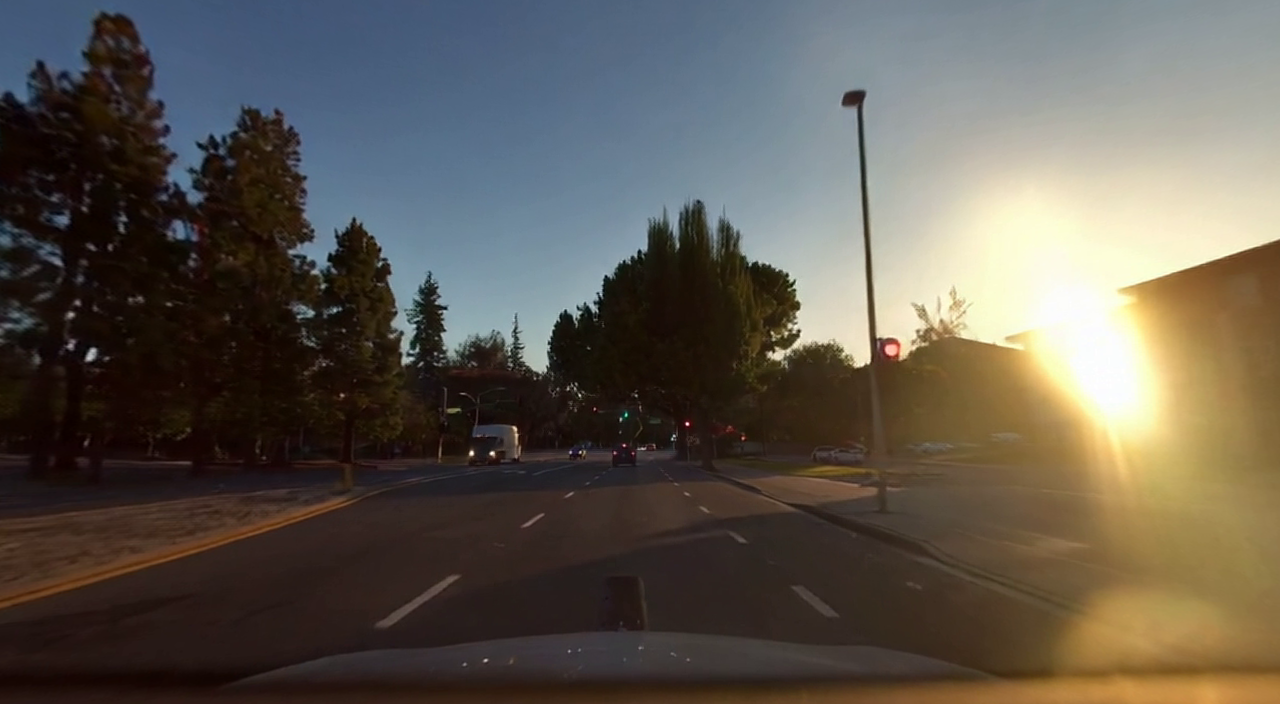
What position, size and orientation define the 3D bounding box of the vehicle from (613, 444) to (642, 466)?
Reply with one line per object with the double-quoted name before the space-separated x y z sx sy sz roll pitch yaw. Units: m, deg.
"vehicle" -0.888 7.704 47.435 2.011 1.498 4.914 0 -9 1
